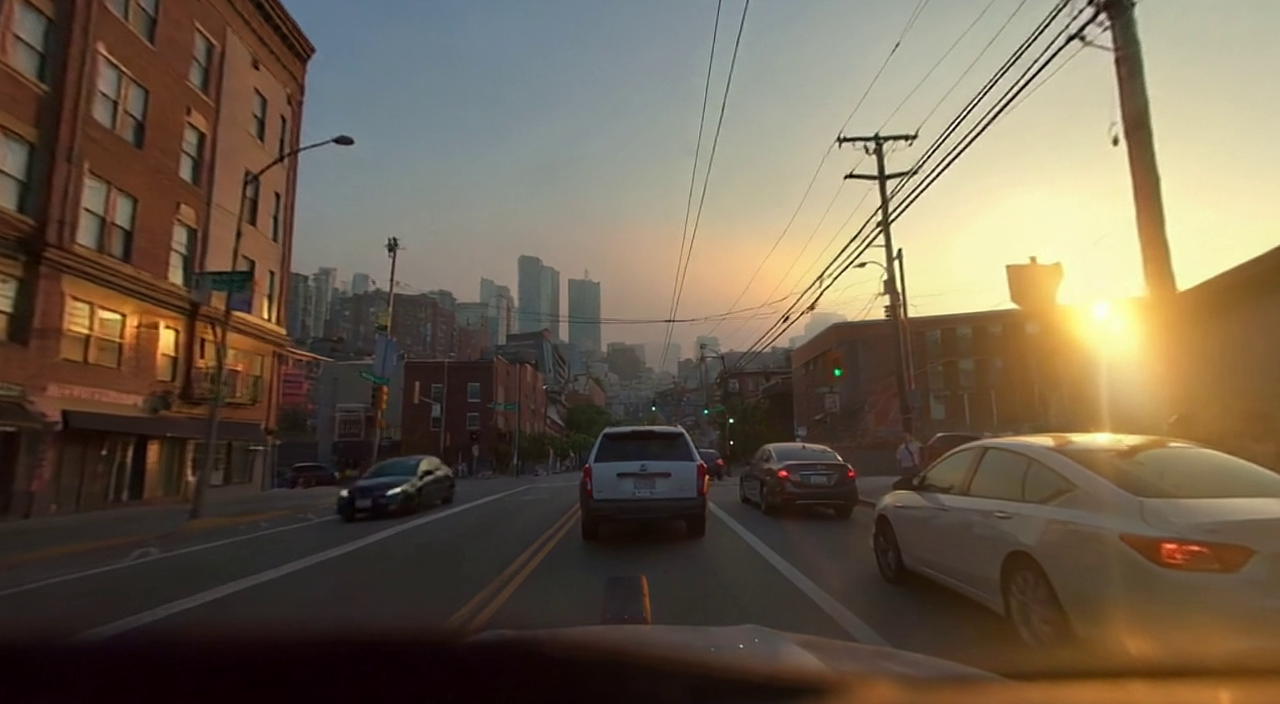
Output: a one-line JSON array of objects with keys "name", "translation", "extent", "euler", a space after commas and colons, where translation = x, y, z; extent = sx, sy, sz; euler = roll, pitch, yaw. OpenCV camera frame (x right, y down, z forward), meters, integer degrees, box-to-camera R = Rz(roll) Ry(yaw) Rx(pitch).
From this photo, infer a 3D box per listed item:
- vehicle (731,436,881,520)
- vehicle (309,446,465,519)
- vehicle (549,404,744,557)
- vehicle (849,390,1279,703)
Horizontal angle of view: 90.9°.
[{"name": "vehicle", "translation": [3.200, 2.517, 13.161], "extent": [1.970, 1.452, 4.227], "euler": [0, -8, 0]}, {"name": "vehicle", "translation": [-6.001, 3.108, 15.622], "extent": [2.014, 1.538, 4.275], "euler": [0, -8, 1]}, {"name": "vehicle", "translation": [0.031, 1.774, 9.327], "extent": [2.232, 1.736, 4.036], "euler": [0, -8, -1]}, {"name": "vehicle", "translation": [3.251, 1.248, 4.790], "extent": [1.906, 1.578, 4.020], "euler": [0, -8, 0]}]
